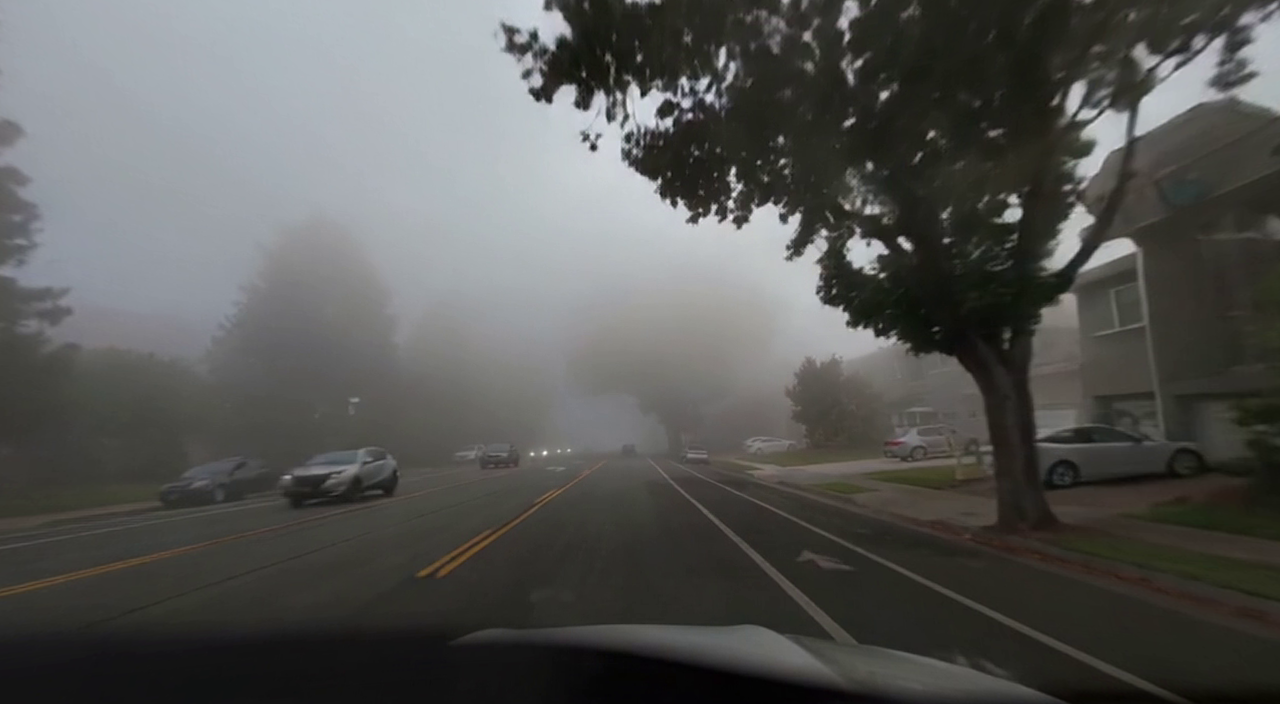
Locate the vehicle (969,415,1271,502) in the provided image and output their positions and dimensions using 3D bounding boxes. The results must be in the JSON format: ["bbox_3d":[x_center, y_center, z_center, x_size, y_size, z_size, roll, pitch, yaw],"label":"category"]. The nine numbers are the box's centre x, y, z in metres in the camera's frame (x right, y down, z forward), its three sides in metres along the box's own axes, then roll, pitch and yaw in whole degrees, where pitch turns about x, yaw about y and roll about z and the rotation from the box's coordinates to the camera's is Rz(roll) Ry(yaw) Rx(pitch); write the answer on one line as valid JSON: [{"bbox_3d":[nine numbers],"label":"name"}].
[{"bbox_3d":[9.701,2.171,13.079,4.690,1.579,1.878,-1,-8,-1],"label":"vehicle"}]

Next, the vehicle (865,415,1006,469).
[{"bbox_3d":[11.931,3.659,25.737,4.625,1.711,1.910,-5,-8,1],"label":"vehicle"}]

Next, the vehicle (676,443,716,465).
[{"bbox_3d":[3.809,7.045,43.984,1.946,1.431,4.695,1,-8,-5],"label":"vehicle"}]

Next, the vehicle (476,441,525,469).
[{"bbox_3d":[-8.738,6.488,39.937,2.030,1.632,4.520,0,-8,0],"label":"vehicle"}]

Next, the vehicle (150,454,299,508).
[{"bbox_3d":[-13.346,4.121,20.689,1.850,1.472,4.511,0,-8,-1],"label":"vehicle"}]

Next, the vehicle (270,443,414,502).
[{"bbox_3d":[-8.520,3.453,18.648,1.973,1.509,4.651,0,-8,0],"label":"vehicle"}]
